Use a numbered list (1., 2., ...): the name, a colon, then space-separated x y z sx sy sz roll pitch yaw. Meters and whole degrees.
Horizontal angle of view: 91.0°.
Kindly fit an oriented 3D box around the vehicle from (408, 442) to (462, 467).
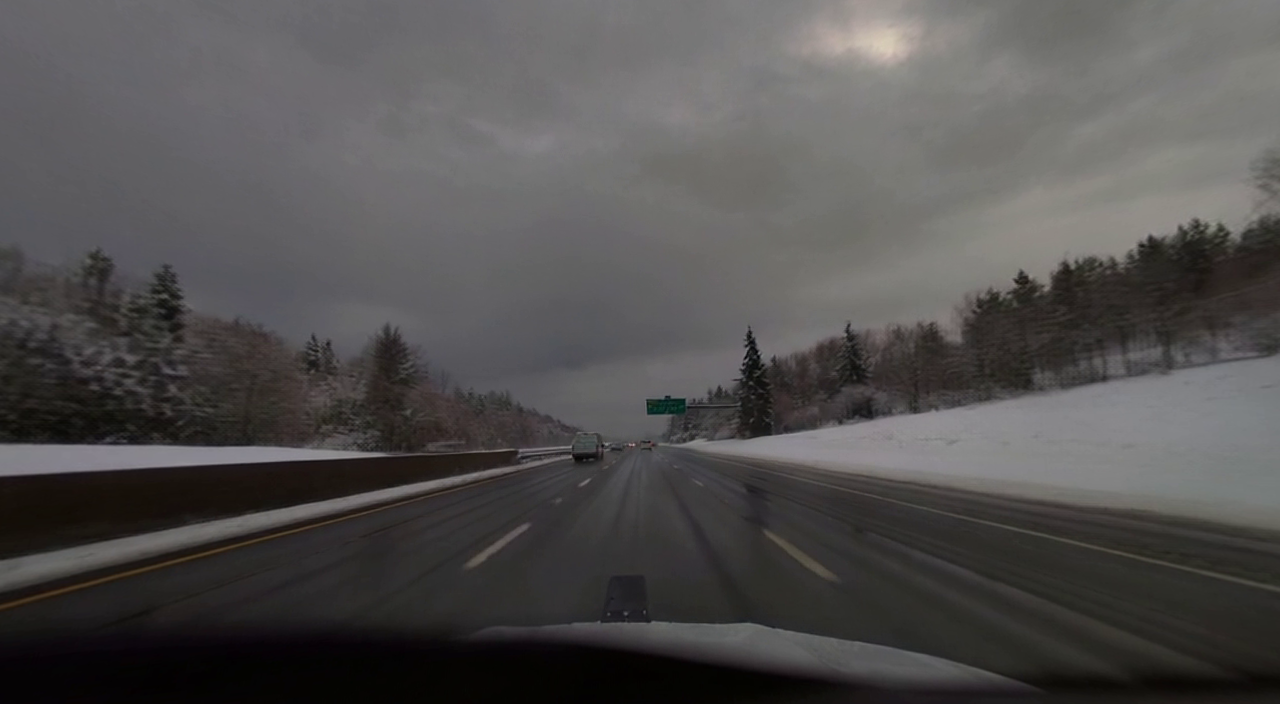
1. vehicle: -13.630 6.836 42.091 2.180 1.577 4.220 0 -8 1

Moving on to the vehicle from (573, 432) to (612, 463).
1. vehicle: -3.255 6.721 44.282 2.286 2.011 4.452 0 -8 1
